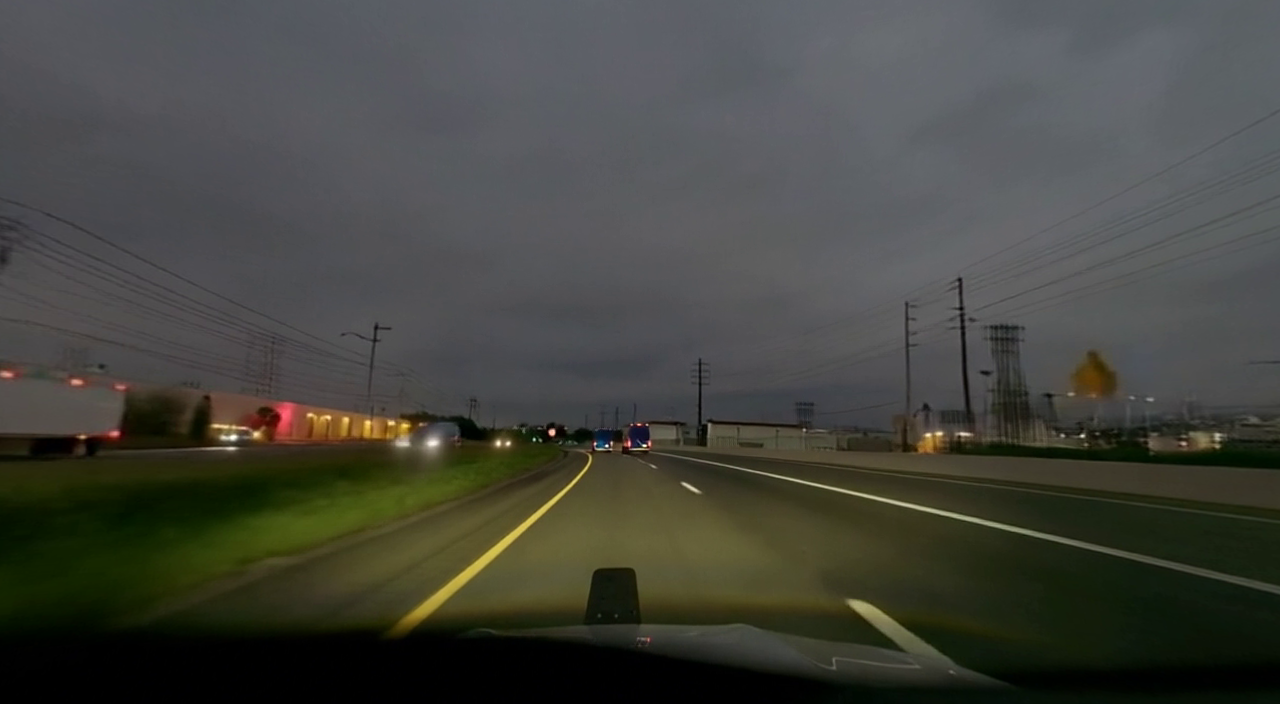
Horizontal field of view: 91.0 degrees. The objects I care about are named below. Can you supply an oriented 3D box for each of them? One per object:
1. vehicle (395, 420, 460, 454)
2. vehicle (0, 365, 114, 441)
[{"bbox_3d":[-13.077,5.313,39.150,2.521,1.949,5.070,0,-8,-3],"label":"vehicle"},{"bbox_3d":[-29.877,1.946,25.926,3.085,3.337,16.445,3,-7,-3],"label":"vehicle"}]
